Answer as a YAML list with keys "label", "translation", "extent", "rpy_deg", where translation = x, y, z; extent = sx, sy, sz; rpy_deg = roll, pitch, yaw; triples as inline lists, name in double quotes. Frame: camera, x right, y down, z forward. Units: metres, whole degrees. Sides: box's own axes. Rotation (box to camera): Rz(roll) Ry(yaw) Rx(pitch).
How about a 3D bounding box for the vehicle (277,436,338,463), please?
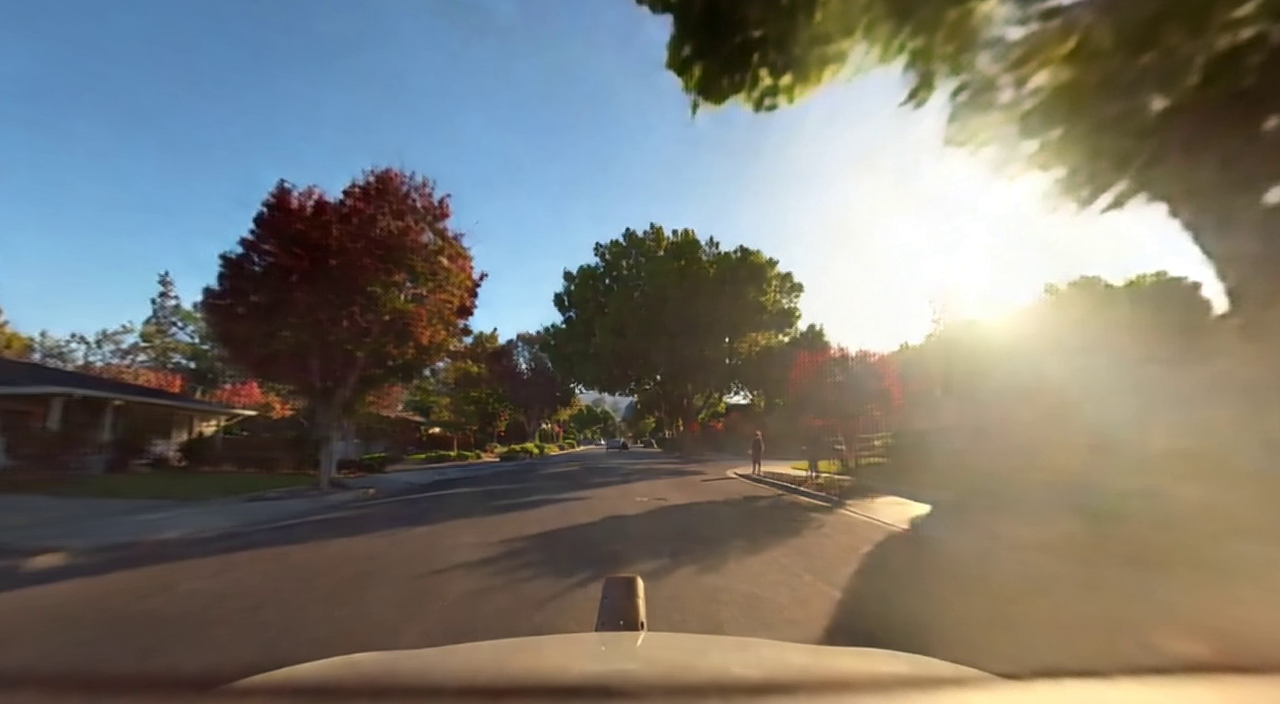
- label: "vehicle"
  translation: [-25.453, 7.523, 48.603]
  extent: [2.004, 1.856, 4.934]
  rpy_deg: [-3, -9, 1]
